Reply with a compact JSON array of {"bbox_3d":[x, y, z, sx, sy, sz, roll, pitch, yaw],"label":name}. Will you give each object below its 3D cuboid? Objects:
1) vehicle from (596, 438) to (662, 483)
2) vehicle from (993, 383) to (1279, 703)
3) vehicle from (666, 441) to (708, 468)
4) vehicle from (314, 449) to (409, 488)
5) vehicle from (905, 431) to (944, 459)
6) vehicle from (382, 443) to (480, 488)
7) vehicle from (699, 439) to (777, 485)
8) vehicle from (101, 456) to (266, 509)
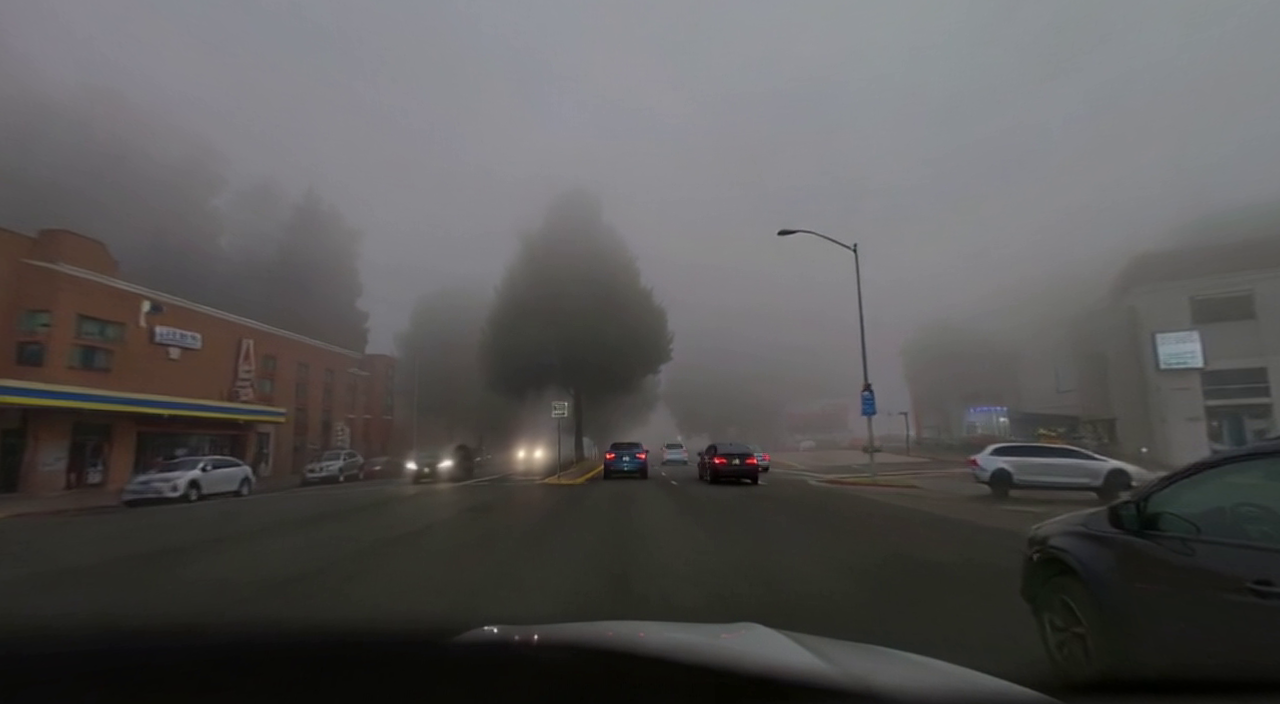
[{"bbox_3d":[-0.413,4.011,23.661,2.232,1.508,4.319,0,-9,-1],"label":"vehicle"},{"bbox_3d":[3.147,0.747,1.367,2.097,1.502,4.470,0,-9,-1],"label":"vehicle"},{"bbox_3d":[2.765,6.161,38.221,2.098,1.527,3.966,0,-9,-2],"label":"vehicle"},{"bbox_3d":[-11.655,4.885,26.903,1.915,1.473,4.573,0,-9,1],"label":"vehicle"},{"bbox_3d":[18.635,6.102,41.329,1.937,1.691,4.746,-5,-10,27],"label":"vehicle"},{"bbox_3d":[-7.969,4.352,24.725,2.240,1.550,4.760,0,-9,0],"label":"vehicle"},{"bbox_3d":[3.415,3.947,22.946,2.060,1.471,4.168,0,-9,-1],"label":"vehicle"},{"bbox_3d":[-14.970,4.259,21.196,2.007,1.463,4.792,0,-9,-1],"label":"vehicle"}]
